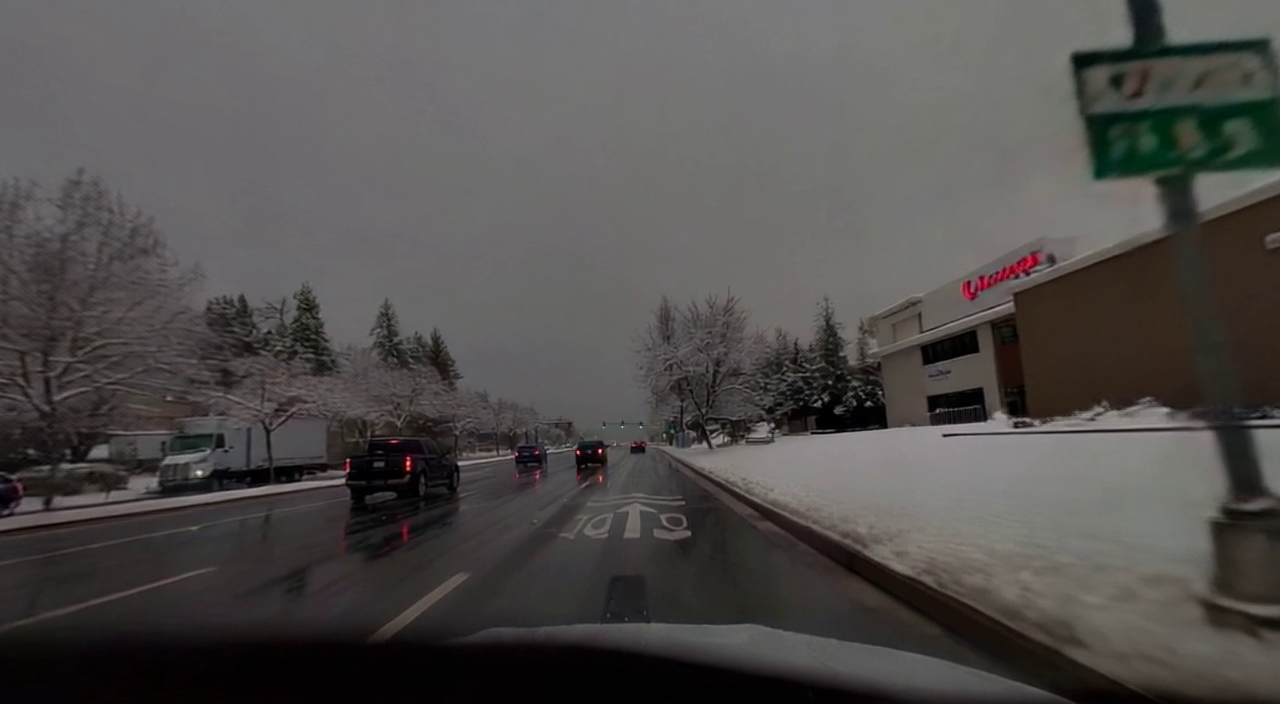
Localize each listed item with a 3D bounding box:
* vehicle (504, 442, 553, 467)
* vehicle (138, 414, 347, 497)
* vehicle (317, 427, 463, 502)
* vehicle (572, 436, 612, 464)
[{"bbox_3d":[-6.702,6.187,38.380,2.072,1.427,4.328,0,-8,1],"label":"vehicle"},{"bbox_3d":[-21.744,5.818,36.478,3.033,3.777,14.652,0,-8,-2],"label":"vehicle"},{"bbox_3d":[-6.866,3.129,18.050,2.137,1.835,4.844,0,-8,1],"label":"vehicle"},{"bbox_3d":[-2.956,6.093,39.384,2.100,1.661,3.837,0,-8,1],"label":"vehicle"}]
